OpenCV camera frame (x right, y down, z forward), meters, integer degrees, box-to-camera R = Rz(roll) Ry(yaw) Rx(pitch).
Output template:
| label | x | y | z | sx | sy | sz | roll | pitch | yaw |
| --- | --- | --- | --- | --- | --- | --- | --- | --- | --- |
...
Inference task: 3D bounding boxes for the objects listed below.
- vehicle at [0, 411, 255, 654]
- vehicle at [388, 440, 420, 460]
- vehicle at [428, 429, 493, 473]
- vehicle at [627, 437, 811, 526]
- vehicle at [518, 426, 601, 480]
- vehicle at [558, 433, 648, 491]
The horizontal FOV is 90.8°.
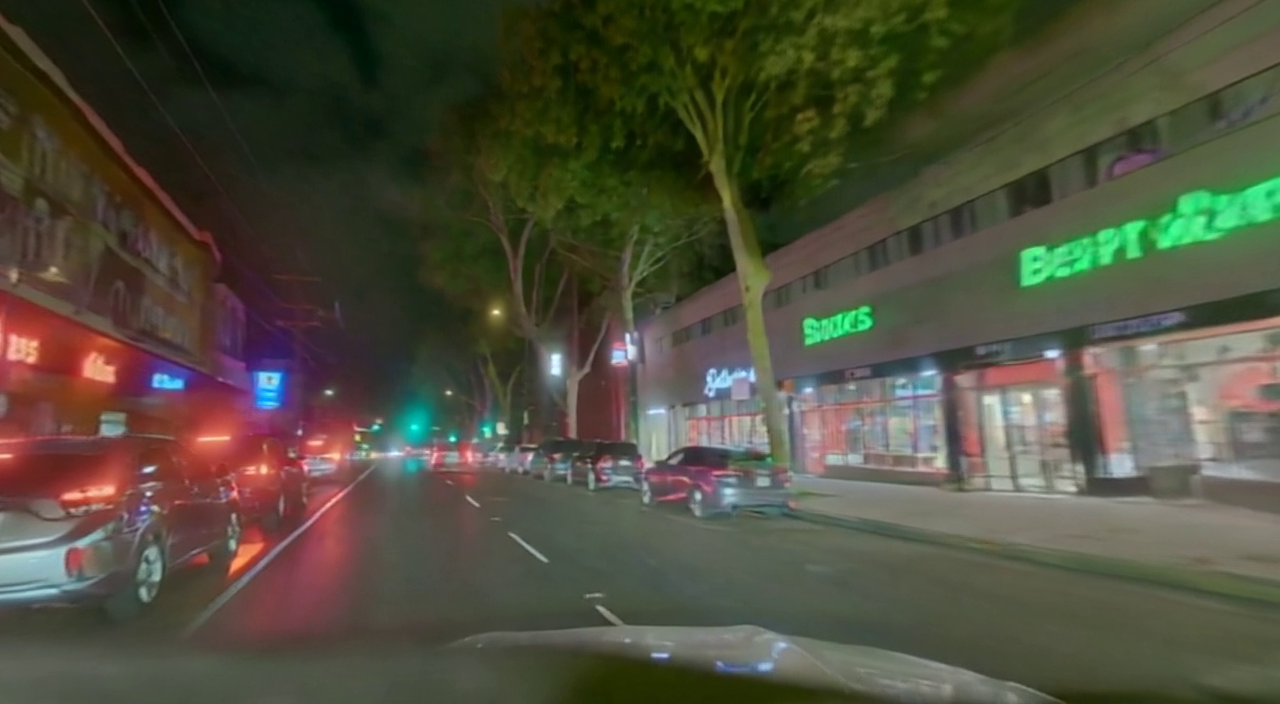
| label | x | y | z | sx | sy | sz | roll | pitch | yaw |
| --- | --- | --- | --- | --- | --- | --- | --- | --- | --- |
| vehicle | -5.649 | 1.527 | 6.340 | 2.087 | 1.646 | 4.563 | 3 | -9 | -20 |
| vehicle | -17.508 | 7.258 | 46.786 | 2.050 | 1.400 | 4.666 | 3 | -9 | -21 |
| vehicle | -8.537 | 4.632 | 29.786 | 2.440 | 1.882 | 4.611 | 3 | -9 | -21 |
| vehicle | 1.434 | 2.664 | 13.762 | 2.059 | 1.550 | 4.703 | 3 | -9 | -20 |
| vehicle | -3.437 | 4.126 | 26.070 | 2.243 | 1.992 | 5.087 | 3 | -9 | -21 |
| vehicle | -1.340 | 3.615 | 21.168 | 1.882 | 1.704 | 4.055 | 3 | -9 | -20 |
